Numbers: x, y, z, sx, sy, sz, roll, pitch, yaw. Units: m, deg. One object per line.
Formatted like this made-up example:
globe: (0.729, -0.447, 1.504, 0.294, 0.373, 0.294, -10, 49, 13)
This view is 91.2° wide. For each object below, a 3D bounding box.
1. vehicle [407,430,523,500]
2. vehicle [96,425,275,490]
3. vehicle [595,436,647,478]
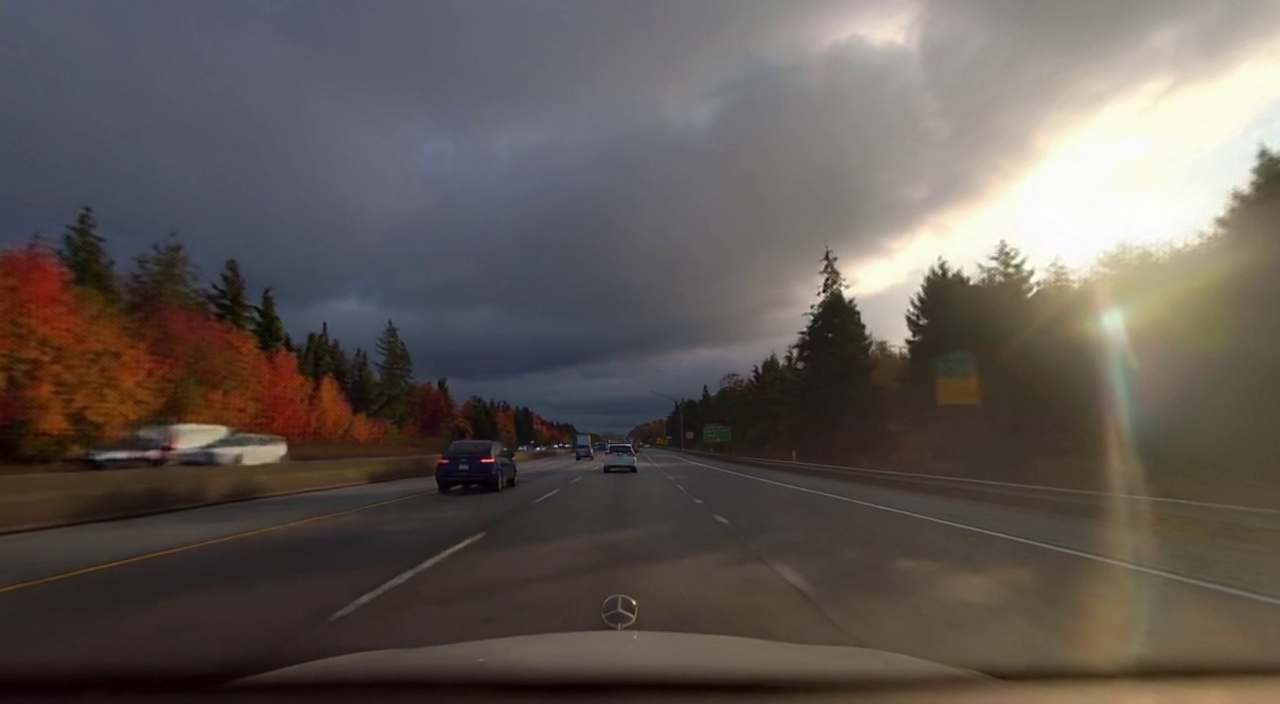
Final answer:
vehicle: (-4.784, 3.169, 17.930, 1.974, 1.688, 4.727, -1, -9, 0)
vehicle: (-13.418, 3.157, 18.966, 2.019, 1.666, 4.565, 0, -9, -1)
vehicle: (-0.819, 4.617, 27.646, 2.115, 1.661, 4.049, 0, -9, -1)
